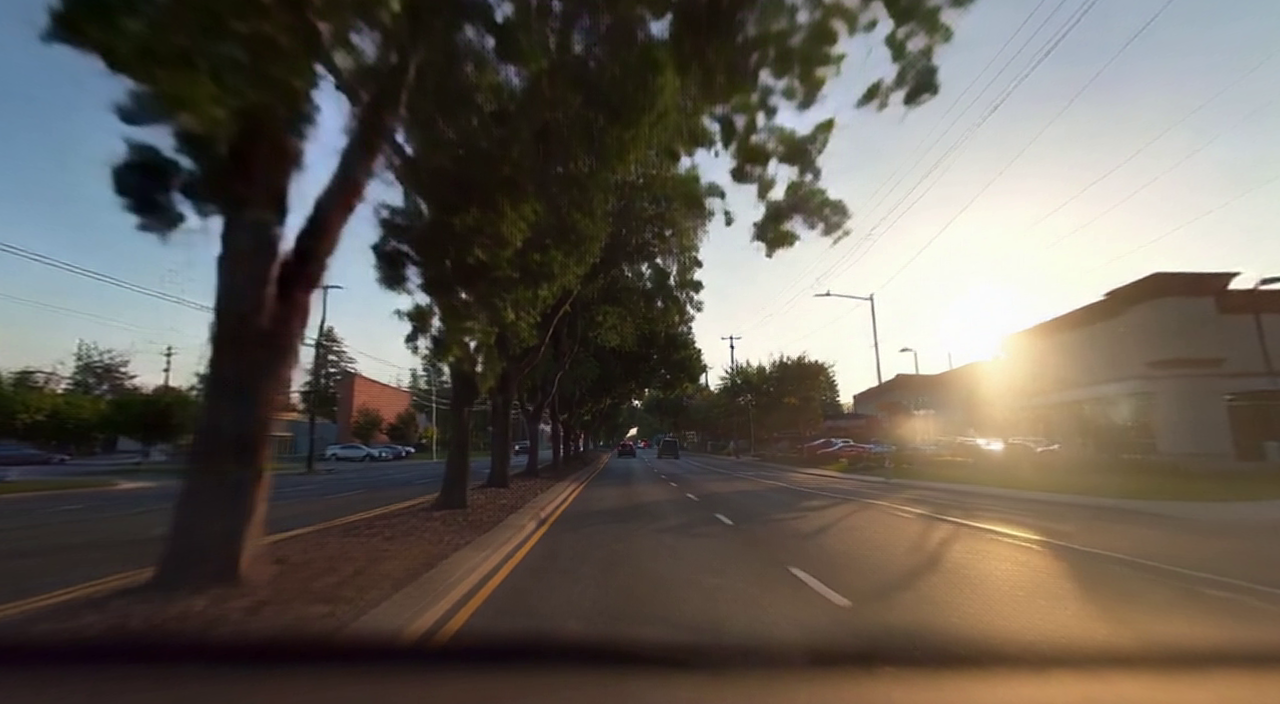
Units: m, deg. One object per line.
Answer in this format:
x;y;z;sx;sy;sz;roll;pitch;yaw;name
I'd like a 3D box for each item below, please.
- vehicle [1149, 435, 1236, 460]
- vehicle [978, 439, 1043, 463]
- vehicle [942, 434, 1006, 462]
40.623;7.037;46.654;2.228;1.745;4.652;0;-8;1;vehicle
26.915;7.234;46.135;2.066;1.655;4.485;-1;-9;1;vehicle
24.318;7.021;46.228;2.136;1.872;4.695;-1;-9;0;vehicle
